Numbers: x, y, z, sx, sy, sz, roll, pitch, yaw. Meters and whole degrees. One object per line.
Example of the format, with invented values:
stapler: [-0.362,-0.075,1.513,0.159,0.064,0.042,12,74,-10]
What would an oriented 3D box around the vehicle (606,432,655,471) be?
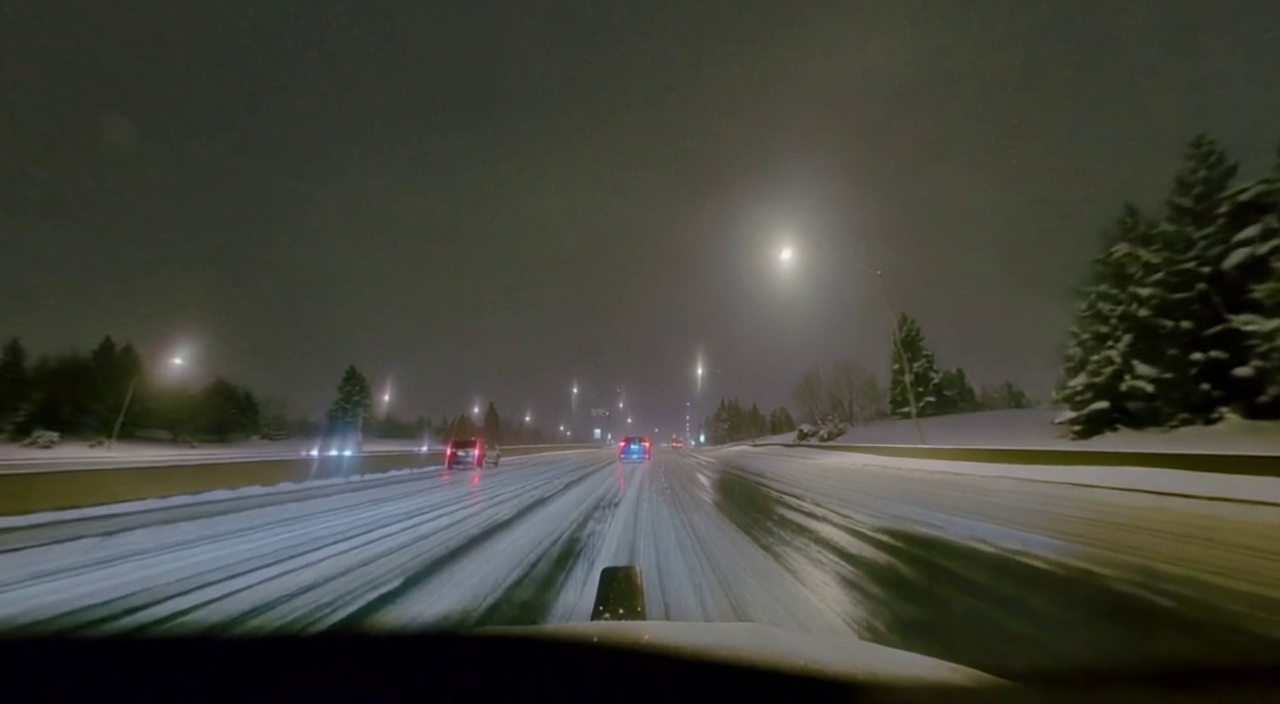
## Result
vehicle: [-0.378,4.709,29.879,2.155,1.690,4.318,0,-8,1]

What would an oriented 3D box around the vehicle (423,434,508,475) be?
vehicle: [-6.976,4.152,25.656,1.994,1.519,4.668,0,-9,1]
